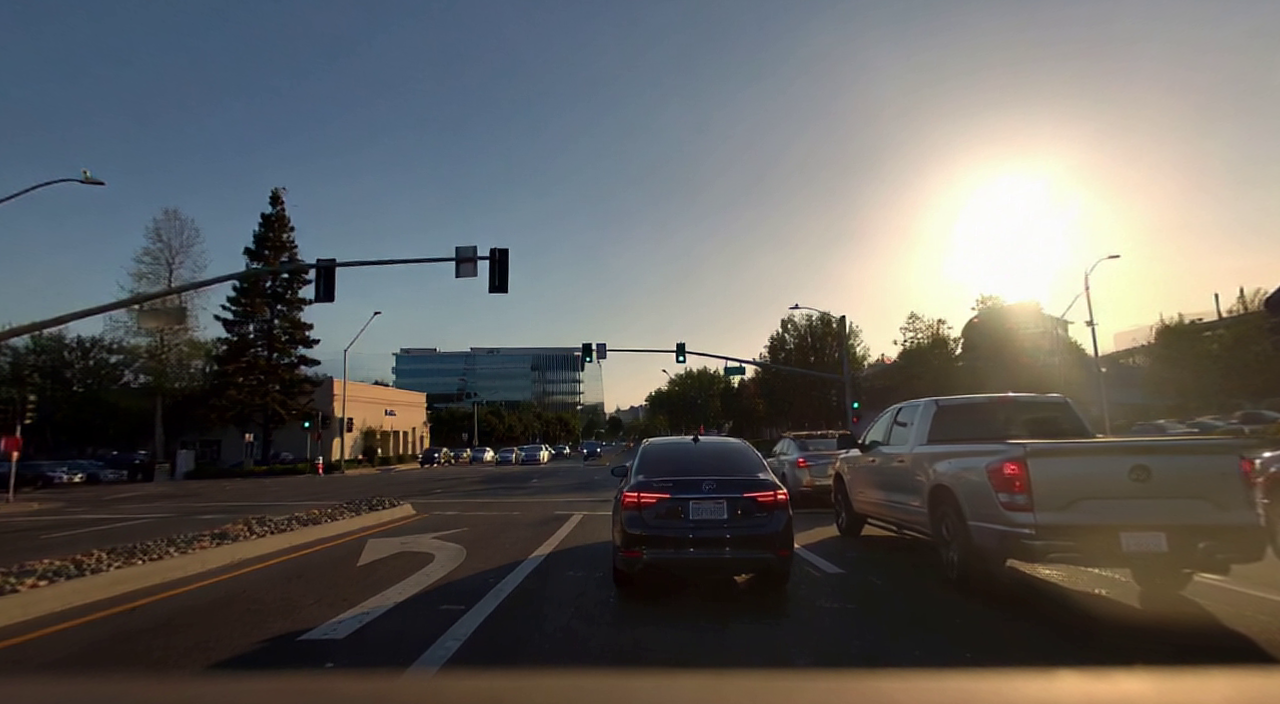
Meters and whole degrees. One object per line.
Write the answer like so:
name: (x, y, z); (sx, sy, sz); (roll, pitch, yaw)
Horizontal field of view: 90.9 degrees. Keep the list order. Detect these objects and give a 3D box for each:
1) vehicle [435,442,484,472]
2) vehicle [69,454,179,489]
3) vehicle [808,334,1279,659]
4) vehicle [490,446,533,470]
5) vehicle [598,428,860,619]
vehicle: (-11.874, 6.910, 41.818); (1.991, 1.844, 4.393); (0, -8, -1)
vehicle: (-29.082, 6.695, 35.600); (4.789, 1.828, 2.025); (-2, -9, 10)
vehicle: (3.798, 1.308, 6.853); (2.358, 2.116, 5.328); (0, -8, -1)
vehicle: (-8.443, 7.007, 41.874); (2.002, 1.469, 4.301); (0, -8, -1)
vehicle: (0.610, 1.599, 6.819); (2.038, 1.447, 3.756); (0, -8, -3)
